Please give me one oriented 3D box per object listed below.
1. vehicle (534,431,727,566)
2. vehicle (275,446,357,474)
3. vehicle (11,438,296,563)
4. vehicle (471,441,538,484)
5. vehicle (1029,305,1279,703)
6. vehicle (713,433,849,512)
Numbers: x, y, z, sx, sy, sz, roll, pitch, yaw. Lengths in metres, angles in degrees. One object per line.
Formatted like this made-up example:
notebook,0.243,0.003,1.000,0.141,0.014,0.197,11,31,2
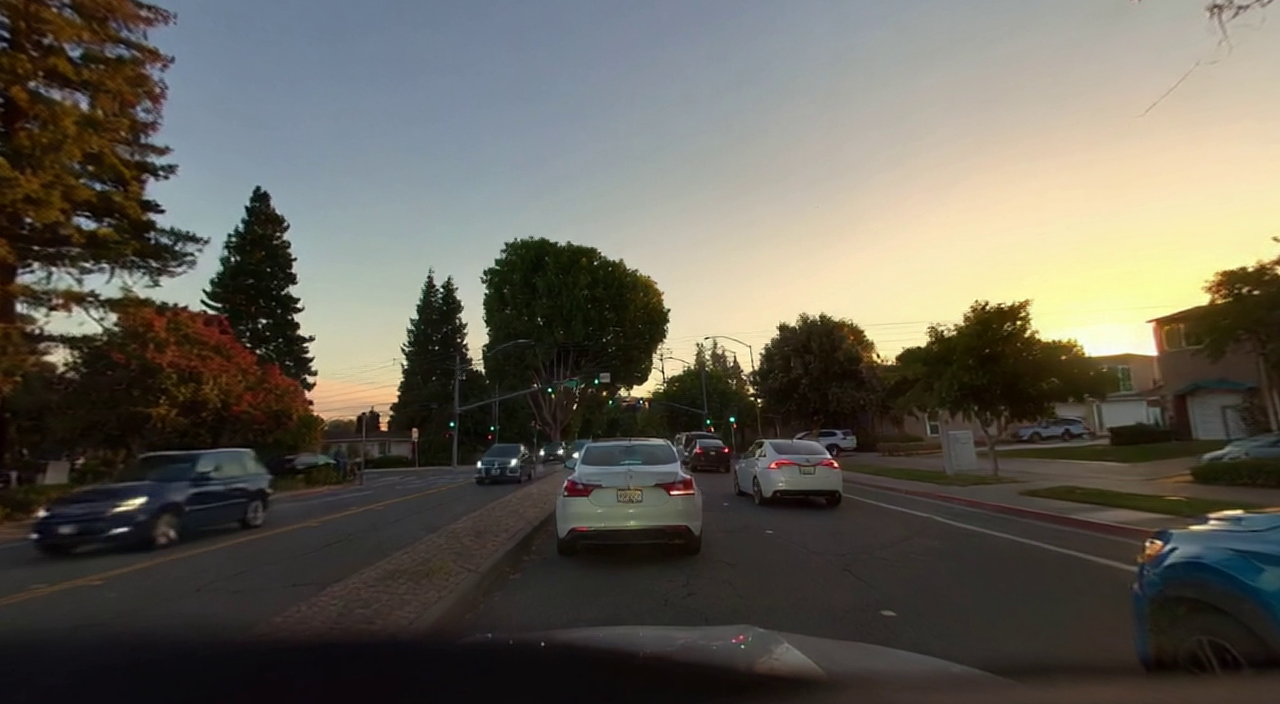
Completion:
vehicle,-0.148,1.973,9.298,2.186,1.500,4.141,0,-8,-1
vehicle,-19.859,6.638,38.798,3.957,1.630,1.881,0,-8,-1
vehicle,-8.270,2.481,11.391,1.996,1.680,4.203,-2,-8,-4
vehicle,-5.739,4.718,27.366,2.058,1.695,4.319,0,-8,-2
vehicle,3.357,0.597,1.511,2.006,1.766,4.345,0,-8,-1
vehicle,3.004,2.667,14.529,1.971,1.517,4.521,0,-8,-1
